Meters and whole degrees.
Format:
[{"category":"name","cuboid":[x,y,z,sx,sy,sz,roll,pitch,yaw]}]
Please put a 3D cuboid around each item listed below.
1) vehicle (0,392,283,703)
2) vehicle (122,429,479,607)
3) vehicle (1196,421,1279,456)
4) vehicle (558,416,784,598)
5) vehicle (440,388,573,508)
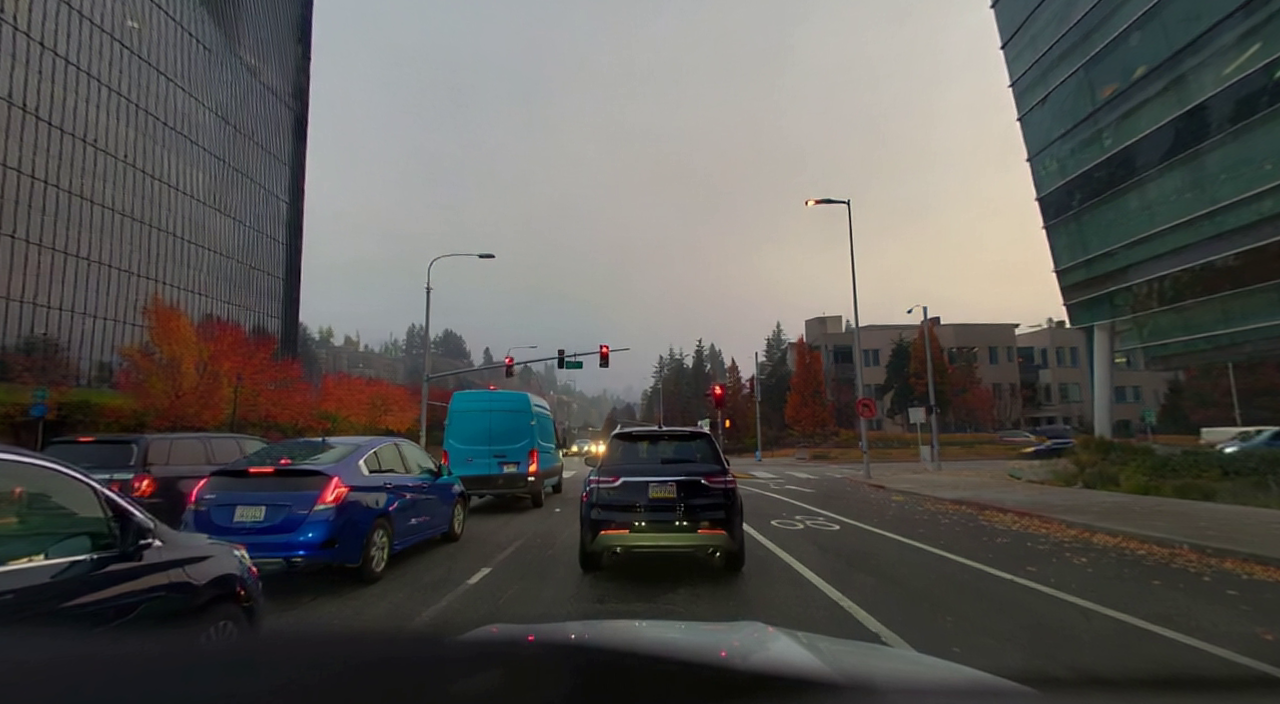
[{"category":"vehicle","cuboid":[-2.906,0.819,1.504,1.893,1.491,3.798,0,-9,-1]},{"category":"vehicle","cuboid":[-3.482,1.767,7.578,1.955,1.499,4.223,0,-9,0]},{"category":"vehicle","cuboid":[28.377,4.000,28.639,1.762,1.487,4.488,-1,-9,1]},{"category":"vehicle","cuboid":[0.195,1.639,7.378,1.979,1.562,3.630,0,-9,-3]},{"category":"vehicle","cuboid":[-3.269,2.565,16.805,2.343,2.635,5.684,0,-9,0]}]
